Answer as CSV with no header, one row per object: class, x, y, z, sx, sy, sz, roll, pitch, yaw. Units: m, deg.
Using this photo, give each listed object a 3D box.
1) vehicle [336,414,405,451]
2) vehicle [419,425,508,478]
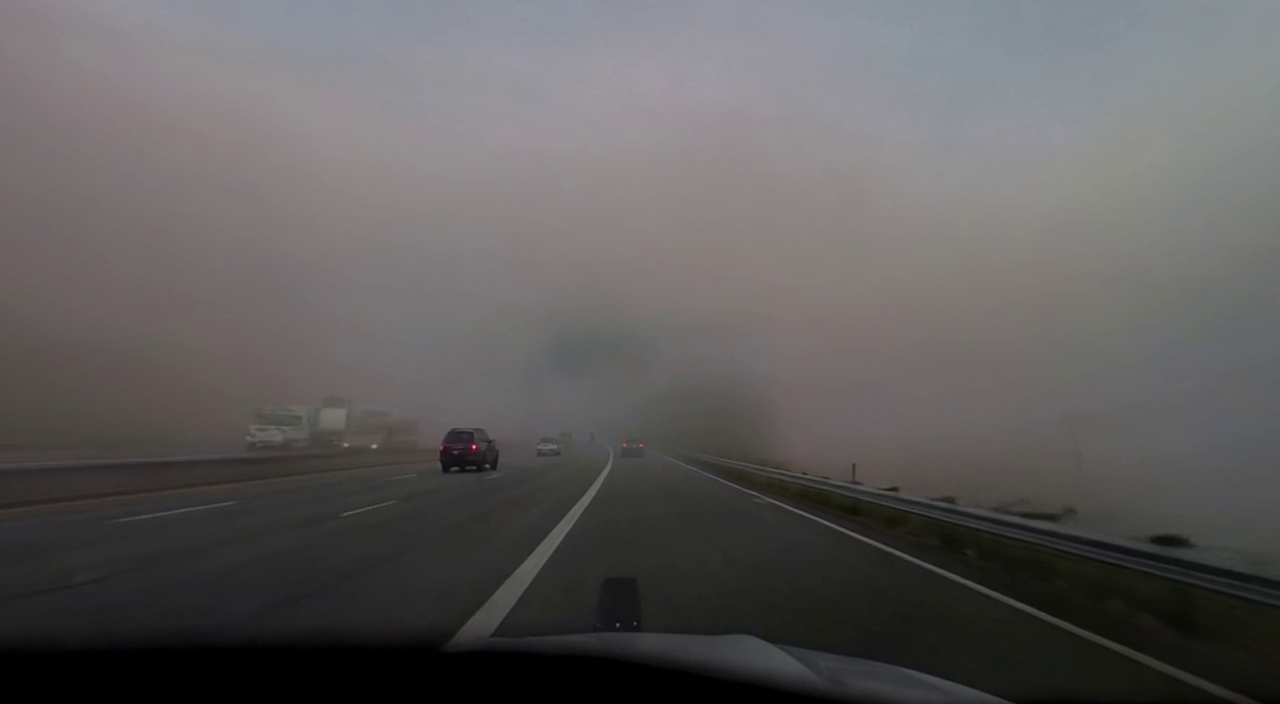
vehicle,-18.942,5.710,44.511,2.308,2.474,5.555,0,-8,1
vehicle,-6.874,3.906,25.075,2.188,1.896,4.810,0,-8,-1
